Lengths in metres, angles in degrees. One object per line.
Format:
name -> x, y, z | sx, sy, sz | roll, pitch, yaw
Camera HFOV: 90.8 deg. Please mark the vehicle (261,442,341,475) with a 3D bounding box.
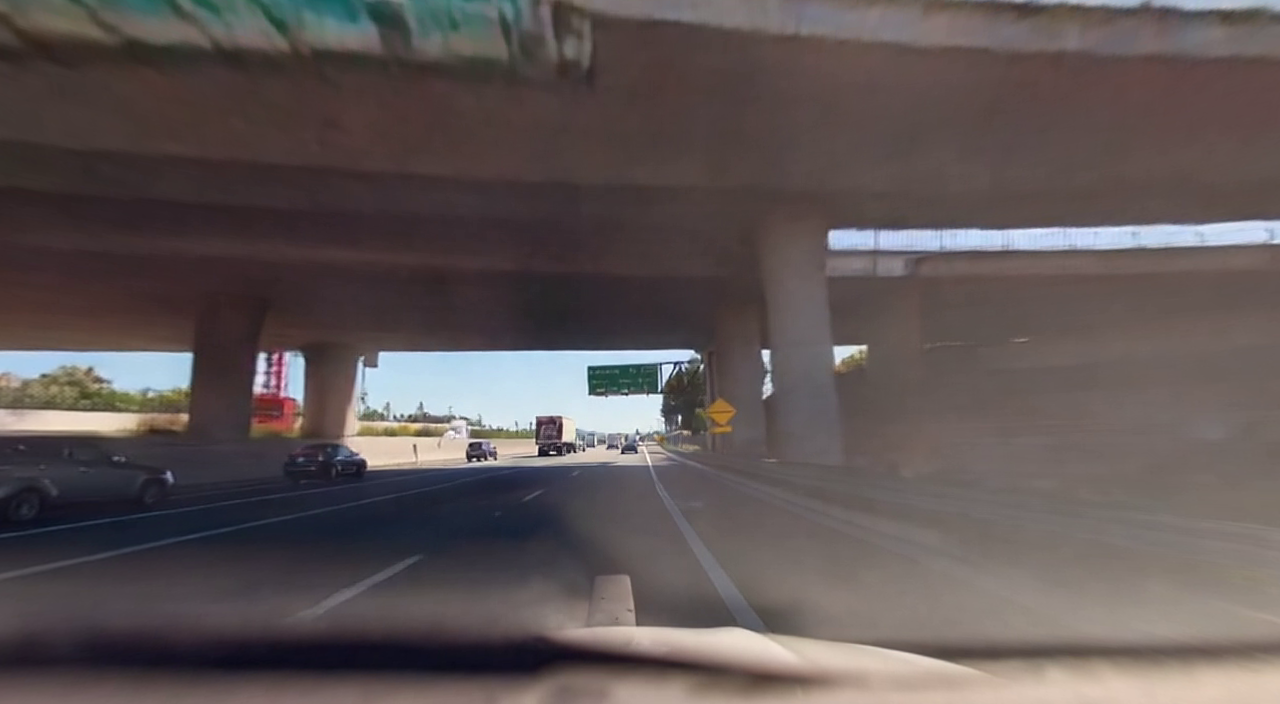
vehicle -> -18.982, 5.947, 35.624 | 1.932, 1.752, 4.541 | 0, -8, 0
